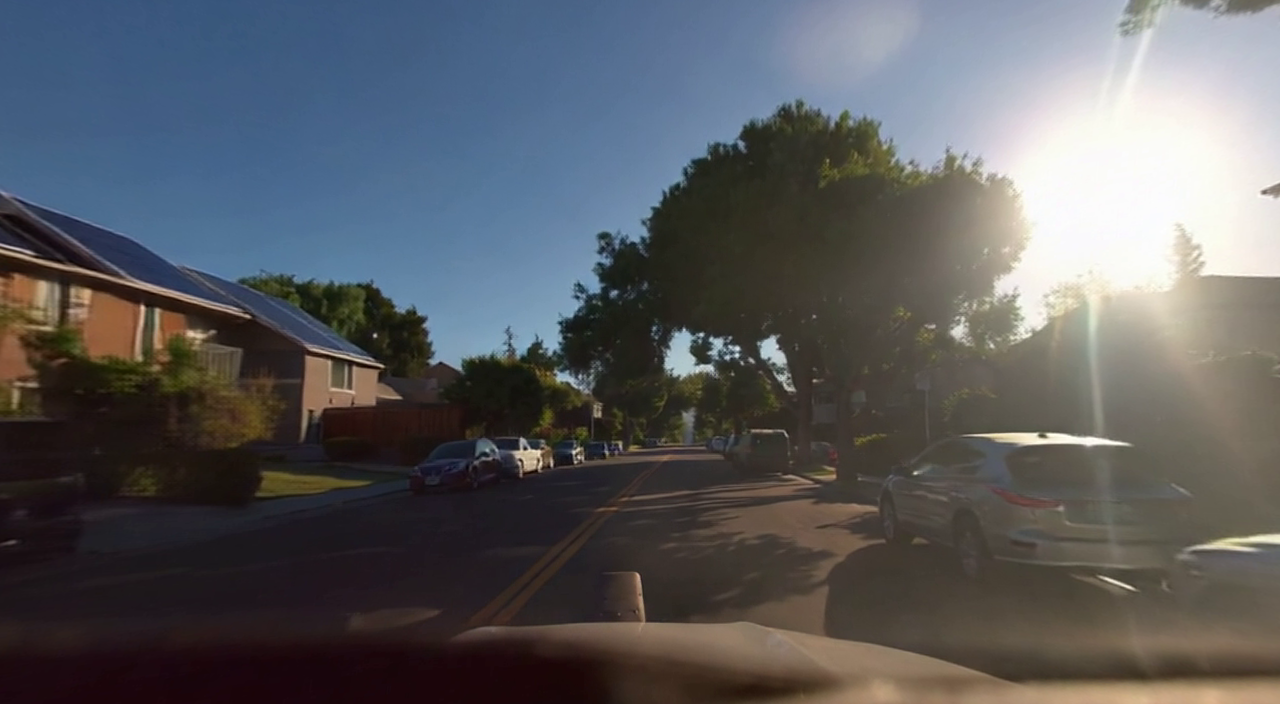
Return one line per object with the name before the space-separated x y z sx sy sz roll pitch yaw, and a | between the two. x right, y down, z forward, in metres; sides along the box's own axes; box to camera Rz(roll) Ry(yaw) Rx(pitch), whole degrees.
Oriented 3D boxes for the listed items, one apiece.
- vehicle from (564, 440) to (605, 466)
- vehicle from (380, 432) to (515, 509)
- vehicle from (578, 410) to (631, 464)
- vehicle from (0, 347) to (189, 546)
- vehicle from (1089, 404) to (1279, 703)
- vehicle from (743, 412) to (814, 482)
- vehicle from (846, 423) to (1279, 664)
vehicle | -3.304 6.098 38.233 1.921 1.470 4.068 -1 -8 3
vehicle | -4.915 3.033 16.836 1.901 1.472 4.676 -4 -5 3
vehicle | -2.468 6.318 47.006 2.896 3.648 8.004 -1 -8 5
vehicle | -9.851 1.290 8.846 5.210 2.370 2.336 0 -8 2
vehicle | 3.358 0.768 1.112 1.969 1.478 4.632 -1 -8 4
vehicle | 5.473 3.813 25.558 2.215 2.542 4.550 -1 -8 6
vehicle | 3.611 1.509 6.337 1.916 1.484 4.638 -1 -8 6
